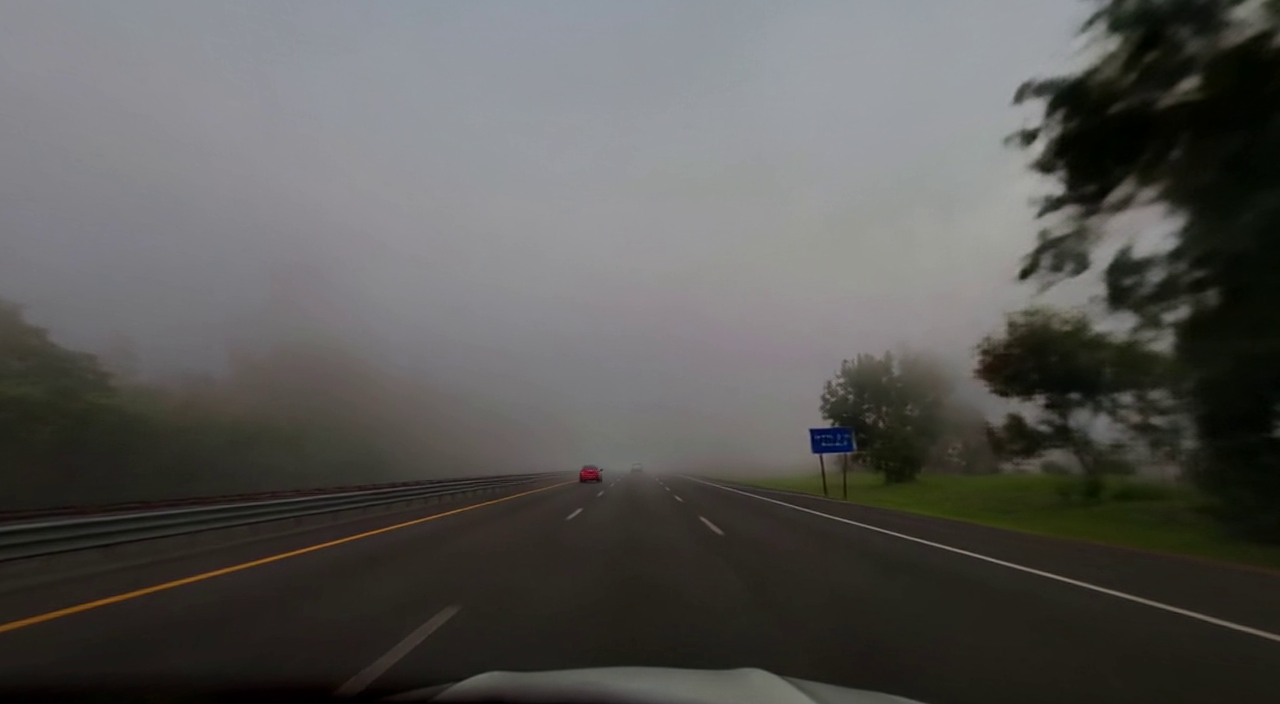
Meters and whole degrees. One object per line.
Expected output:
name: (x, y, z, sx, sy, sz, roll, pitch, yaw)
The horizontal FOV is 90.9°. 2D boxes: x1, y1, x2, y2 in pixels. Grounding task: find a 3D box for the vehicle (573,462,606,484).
vehicle: (-3.749, 9.209, 47.909, 2.143, 1.516, 4.552, 1, -11, 0)
